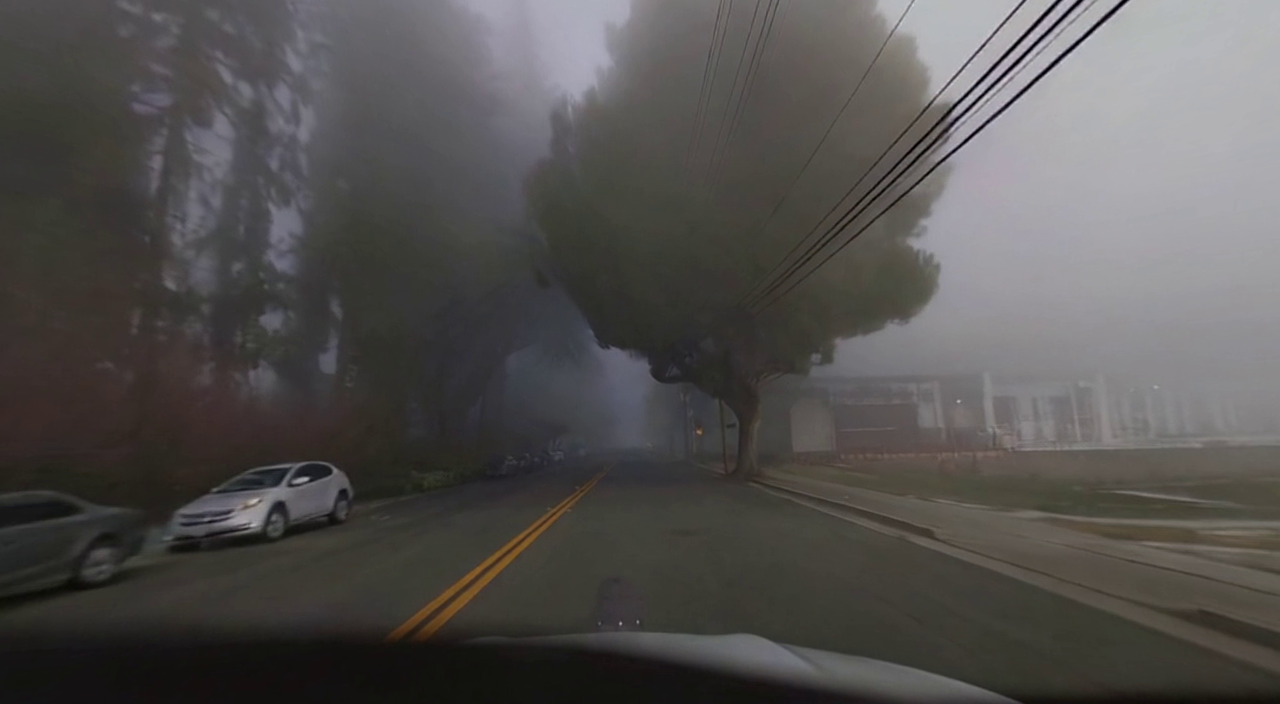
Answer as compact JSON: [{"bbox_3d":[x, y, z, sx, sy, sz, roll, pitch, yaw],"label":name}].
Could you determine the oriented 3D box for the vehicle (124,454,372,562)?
[{"bbox_3d":[-6.629,2.621,11.405,1.815,1.384,4.357,-3,-8,-1],"label":"vehicle"}]

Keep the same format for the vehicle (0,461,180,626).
[{"bbox_3d":[-6.669,1.821,5.703,1.815,1.402,4.559,-4,-8,-3],"label":"vehicle"}]

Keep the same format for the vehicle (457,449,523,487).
[{"bbox_3d":[-6.706,5.189,28.640,1.887,1.460,4.444,-4,-8,0],"label":"vehicle"}]
